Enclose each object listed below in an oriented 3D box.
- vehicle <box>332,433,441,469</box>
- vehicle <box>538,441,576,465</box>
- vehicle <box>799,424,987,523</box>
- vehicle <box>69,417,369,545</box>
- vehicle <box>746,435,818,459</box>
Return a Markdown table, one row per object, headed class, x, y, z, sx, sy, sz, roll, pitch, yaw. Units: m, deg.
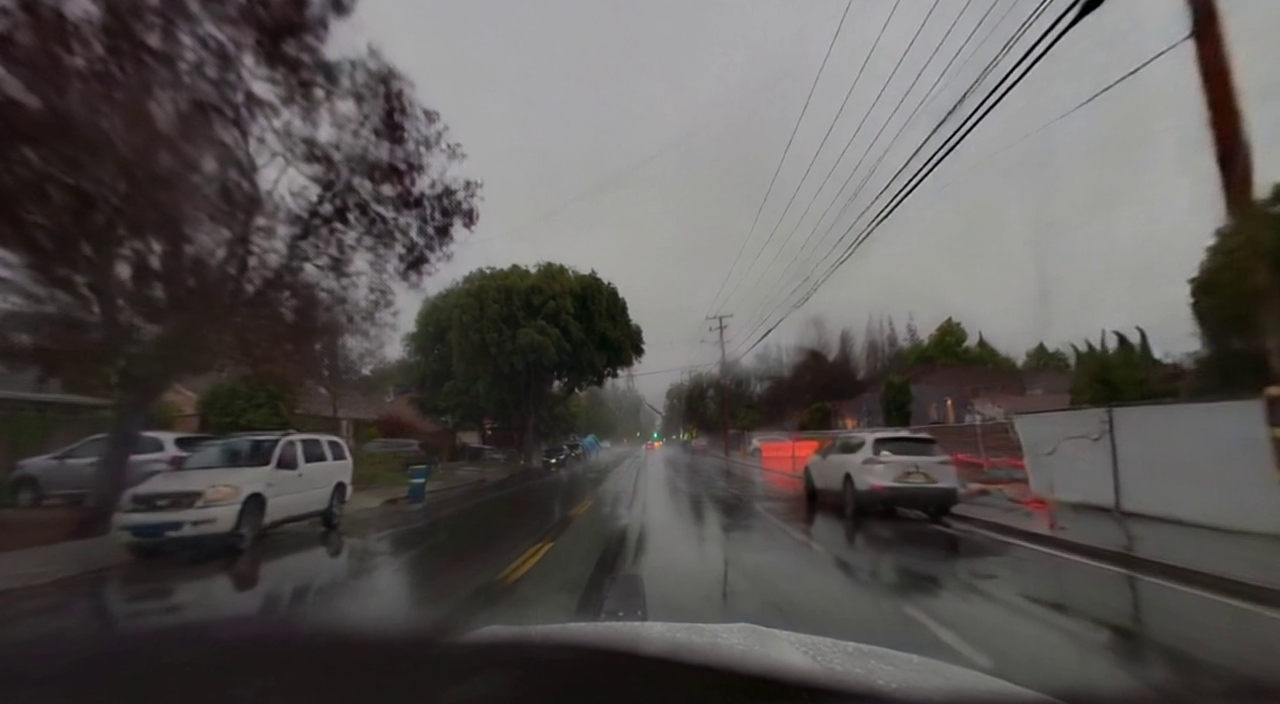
| class | x | y | z | sx | sy | sz | roll | pitch | yaw |
| --- | --- | --- | --- | --- | --- | --- | --- | --- | --- |
| vehicle | -13.069 | 5.133 | 32.778 | 4.752 | 1.734 | 1.998 | 0 | -8 | 2 |
| vehicle | -5.745 | 7.075 | 44.231 | 1.771 | 1.512 | 4.281 | 1 | -9 | 4 |
| vehicle | 4.546 | 2.233 | 12.145 | 1.902 | 1.542 | 4.099 | 0 | -8 | 0 |
| vehicle | -7.021 | 2.181 | 11.360 | 2.055 | 1.806 | 4.540 | -1 | -8 | 3 |
| vehicle | 10.722 | 7.202 | 47.958 | 4.920 | 1.759 | 1.998 | 1 | -8 | -1 |
